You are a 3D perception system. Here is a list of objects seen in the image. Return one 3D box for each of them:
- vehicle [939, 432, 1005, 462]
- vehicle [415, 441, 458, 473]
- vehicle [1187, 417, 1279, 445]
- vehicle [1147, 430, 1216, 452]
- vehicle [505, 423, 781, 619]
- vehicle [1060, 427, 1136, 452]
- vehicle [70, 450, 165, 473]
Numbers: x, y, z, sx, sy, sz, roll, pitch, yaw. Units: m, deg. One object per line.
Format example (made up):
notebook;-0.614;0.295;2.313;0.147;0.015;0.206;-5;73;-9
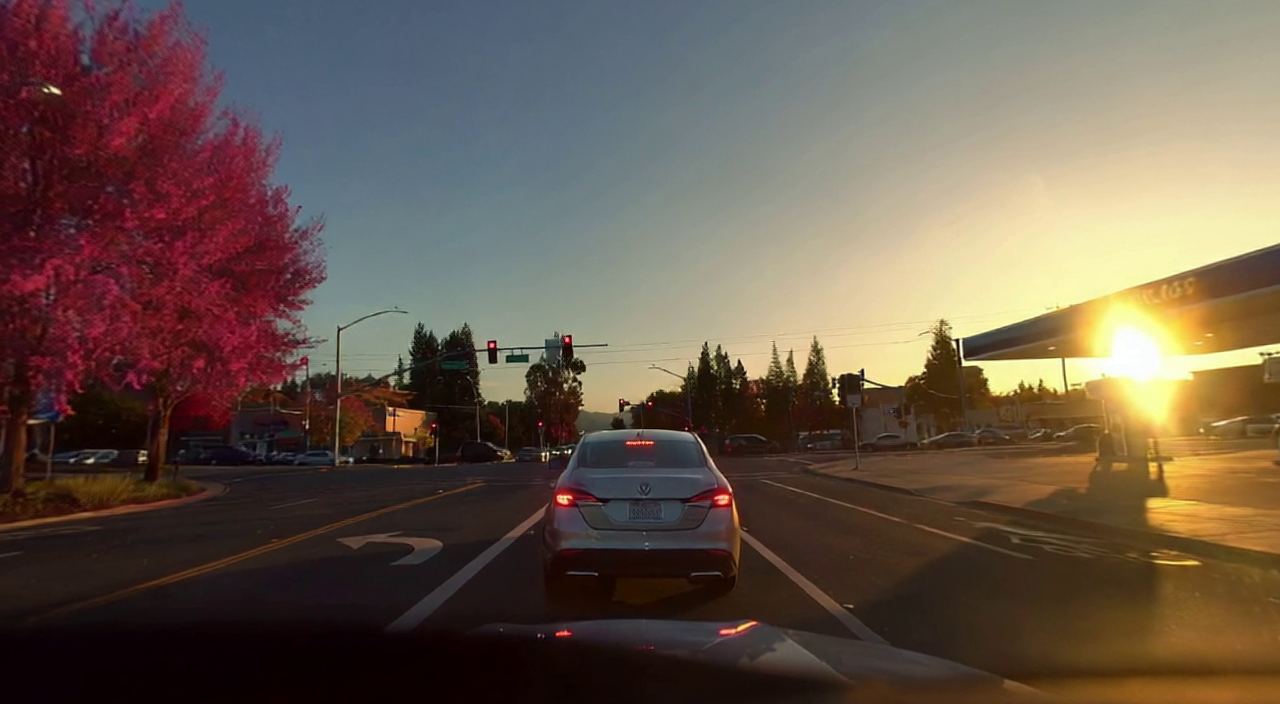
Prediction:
vehicle;18.386;5.242;34.846;2.053;1.495;4.091;-8;-12;44
vehicle;-12.840;6.558;39.564;2.019;1.867;4.660;3;-9;-23
vehicle;36.321;4.864;38.493;1.848;1.581;4.475;0;-8;2
vehicle;40.946;6.713;47.670;3.573;1.432;1.604;-3;-8;2
vehicle;0.009;1.594;6.933;2.112;1.482;4.057;0;-8;0
vehicle;34.740;6.624;47.844;4.294;1.557;1.744;-4;-7;1
vehicle;-37.175;7.788;44.978;1.889;1.455;4.813;-3;-9;20
